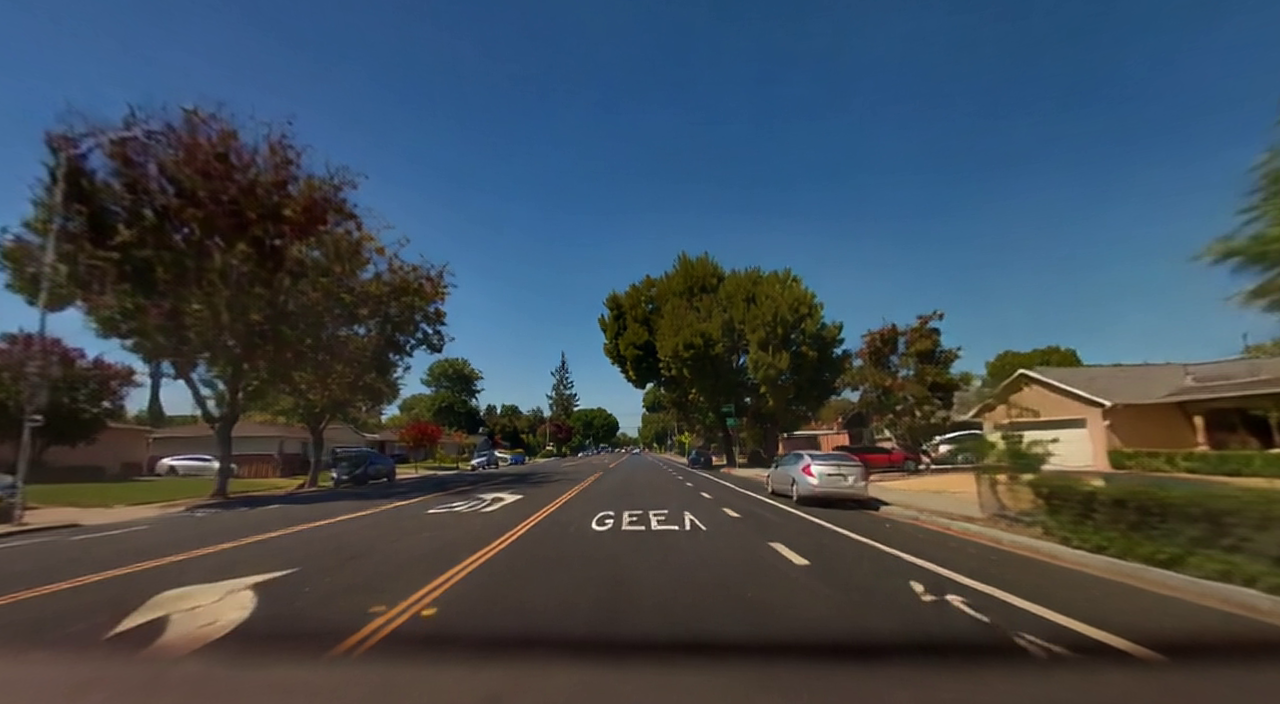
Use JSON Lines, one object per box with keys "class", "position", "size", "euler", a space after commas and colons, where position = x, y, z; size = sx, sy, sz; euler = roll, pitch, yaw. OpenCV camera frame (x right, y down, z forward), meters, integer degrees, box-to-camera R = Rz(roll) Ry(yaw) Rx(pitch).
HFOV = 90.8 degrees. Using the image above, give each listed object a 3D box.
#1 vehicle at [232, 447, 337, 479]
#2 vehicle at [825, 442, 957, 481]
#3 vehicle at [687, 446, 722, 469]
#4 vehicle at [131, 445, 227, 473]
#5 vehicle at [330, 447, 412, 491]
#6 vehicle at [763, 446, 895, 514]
{"class": "vehicle", "position": [-20.401, 6.366, 36.439], "size": [4.744, 1.752, 2.008], "euler": [1, -9, -7]}
{"class": "vehicle", "position": [10.081, 4.429, 25.675], "size": [4.501, 1.502, 1.975], "euler": [0, -8, -1]}
{"class": "vehicle", "position": [4.462, 7.345, 44.124], "size": [1.925, 1.482, 4.746], "euler": [0, -8, 0]}
{"class": "vehicle", "position": [-26.701, 6.190, 36.674], "size": [4.073, 1.502, 1.822], "euler": [0, -9, -2]}
{"class": "vehicle", "position": [-12.848, 5.561, 30.514], "size": [2.049, 1.782, 4.460], "euler": [-4, -8, 0]}
{"class": "vehicle", "position": [4.528, 3.104, 15.877], "size": [1.970, 1.455, 4.233], "euler": [0, -8, 0]}
